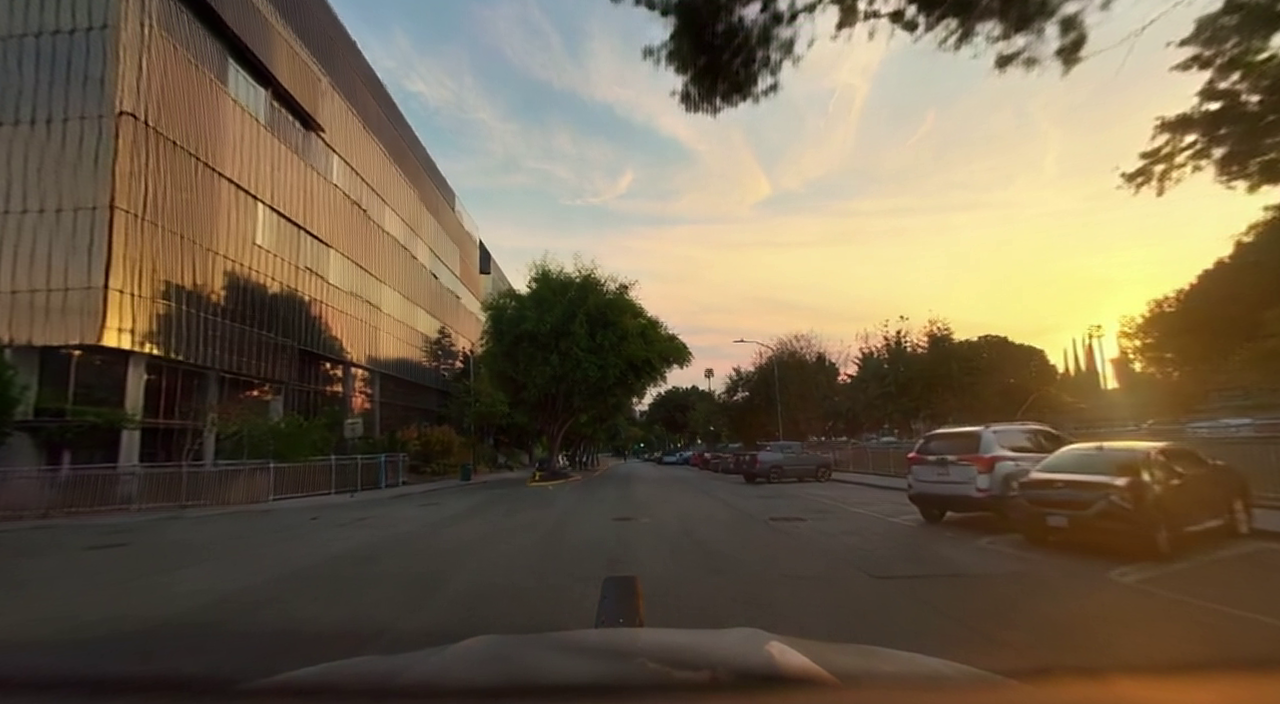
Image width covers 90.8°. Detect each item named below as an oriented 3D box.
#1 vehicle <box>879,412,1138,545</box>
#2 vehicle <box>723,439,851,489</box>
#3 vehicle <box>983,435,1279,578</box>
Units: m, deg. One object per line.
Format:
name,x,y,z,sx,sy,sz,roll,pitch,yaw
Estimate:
vehicle,6.817,2.204,11.539,4.892,1.927,2.065,6,-11,-35
vehicle,6.382,4.780,27.314,5.061,1.829,2.274,2,-10,-29
vehicle,6.939,1.937,8.661,4.402,1.474,1.957,6,-11,-33
